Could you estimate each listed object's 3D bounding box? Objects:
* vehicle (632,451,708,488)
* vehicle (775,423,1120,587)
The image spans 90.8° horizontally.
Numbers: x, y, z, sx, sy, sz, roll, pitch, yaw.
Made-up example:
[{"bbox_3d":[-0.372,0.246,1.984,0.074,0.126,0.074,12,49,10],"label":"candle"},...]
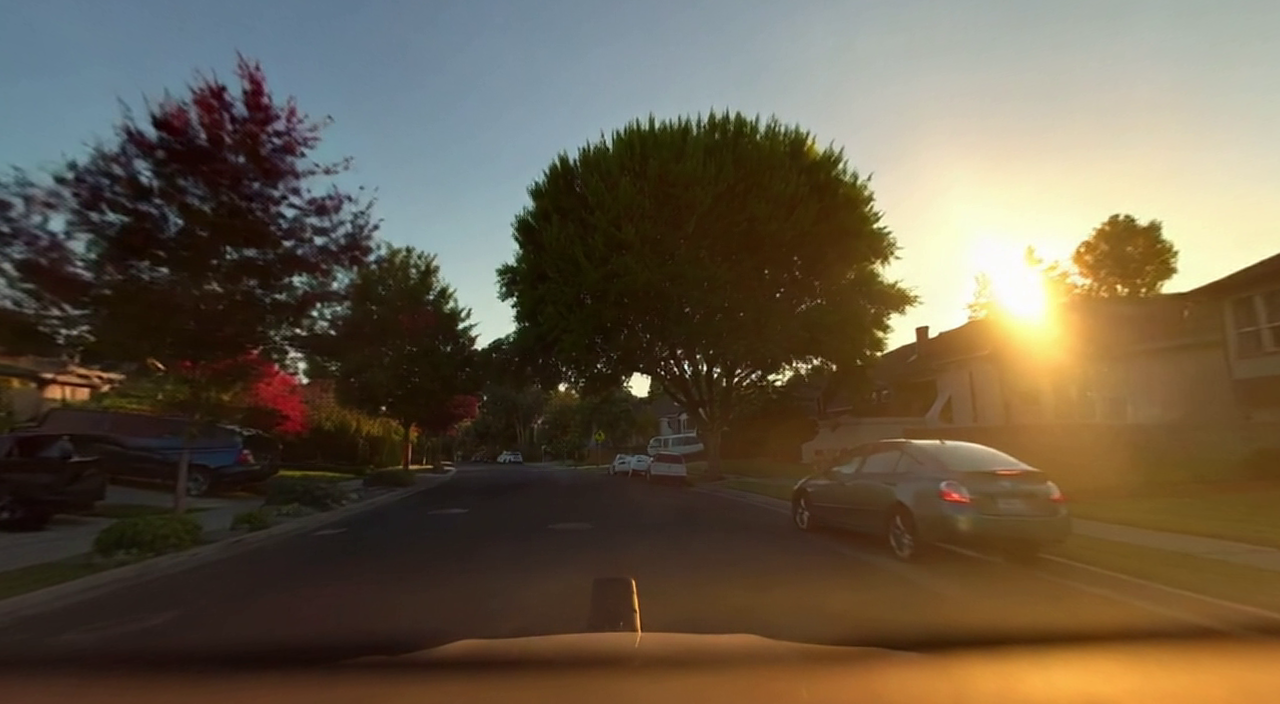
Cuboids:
[{"bbox_3d":[1.275,5.332,29.085,2.193,1.504,4.576,2,-9,-15],"label":"vehicle"},{"bbox_3d":[4.026,2.066,9.593,2.111,1.771,4.942,1,-9,-10],"label":"vehicle"}]
